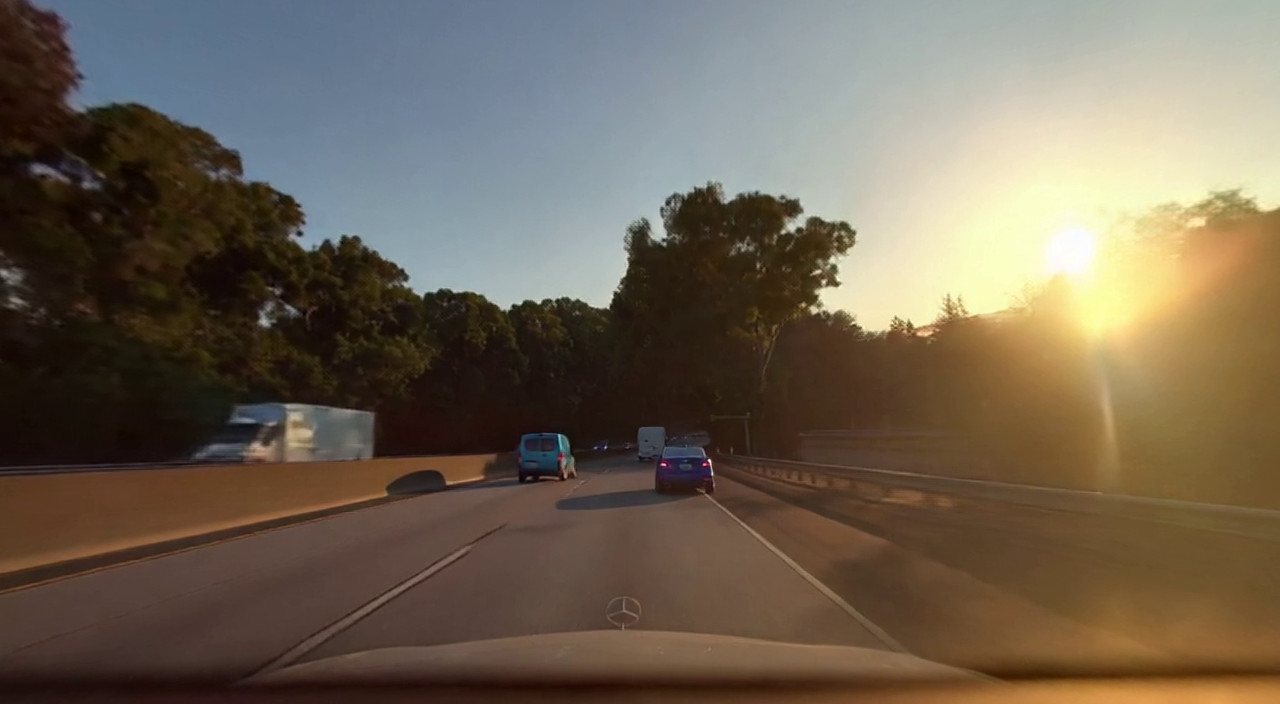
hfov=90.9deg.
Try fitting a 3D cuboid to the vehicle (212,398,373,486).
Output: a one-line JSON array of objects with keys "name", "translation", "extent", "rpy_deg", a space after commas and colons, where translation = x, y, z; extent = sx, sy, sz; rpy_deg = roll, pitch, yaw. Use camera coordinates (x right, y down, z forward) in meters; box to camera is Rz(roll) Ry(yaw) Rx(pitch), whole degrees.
[{"name": "vehicle", "translation": [-16.864, 4.552, 31.601], "extent": [2.955, 3.771, 8.596], "rpy_deg": [0, -9, 1]}]

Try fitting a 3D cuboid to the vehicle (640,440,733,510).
[{"name": "vehicle", "translation": [1.008, 2.952, 15.525], "extent": [2.012, 1.485, 3.649], "rpy_deg": [0, -9, 0]}]

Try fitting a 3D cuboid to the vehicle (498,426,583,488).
[{"name": "vehicle", "translation": [-3.523, 3.874, 23.370], "extent": [2.217, 2.033, 4.975], "rpy_deg": [0, -9, 1]}]
